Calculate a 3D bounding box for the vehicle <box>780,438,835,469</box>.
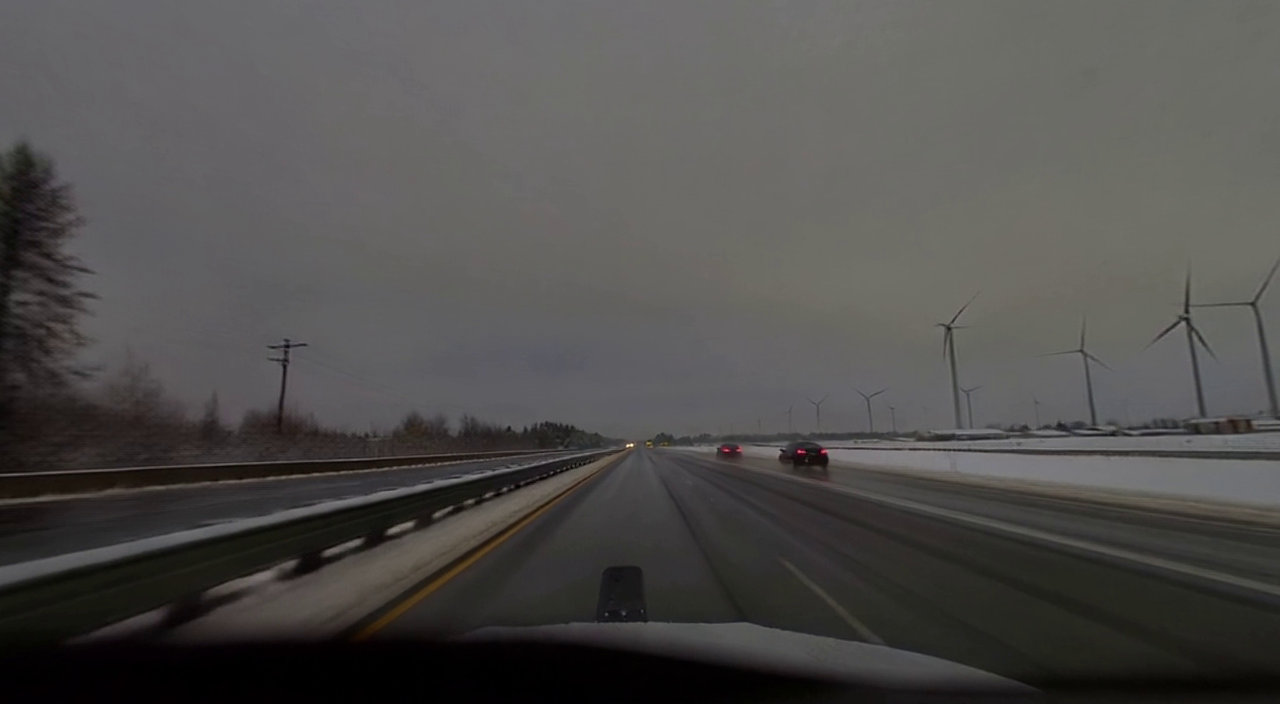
[{"bbox_3d":[9.561,5.821,36.280,1.897,1.669,4.825,0,-9,1],"label":"vehicle"}]
